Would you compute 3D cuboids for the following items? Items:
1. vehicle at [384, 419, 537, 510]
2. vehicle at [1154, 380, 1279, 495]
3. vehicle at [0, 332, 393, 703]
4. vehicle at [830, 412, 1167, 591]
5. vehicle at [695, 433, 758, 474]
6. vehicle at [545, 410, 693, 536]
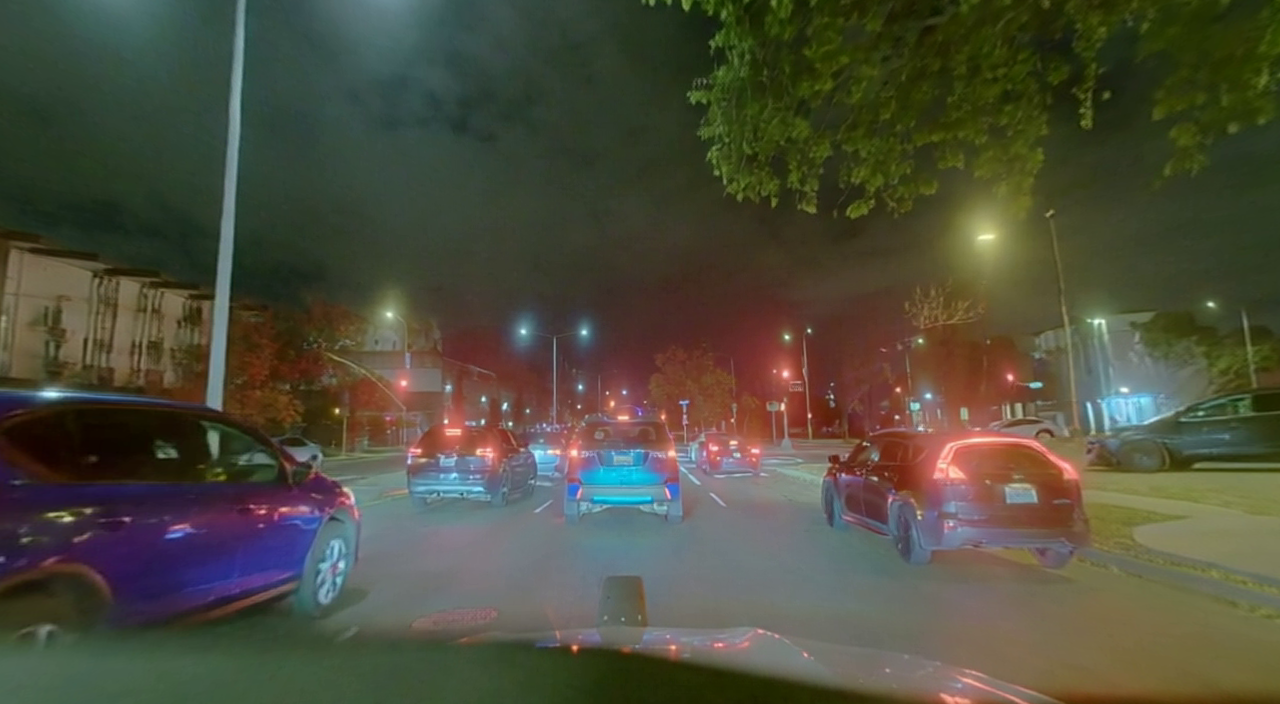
[{"bbox_3d":[-3.728,2.420,13.969,2.012,1.701,4.316,0,-8,1],"label":"vehicle"},{"bbox_3d":[12.498,1.506,11.085,4.991,1.978,2.090,-8,-11,43],"label":"vehicle"},{"bbox_3d":[-3.440,0.991,3.796,2.047,1.710,4.314,0,-8,1],"label":"vehicle"},{"bbox_3d":[3.738,1.595,7.523,1.847,1.554,3.885,0,-8,3],"label":"vehicle"},{"bbox_3d":[3.349,4.017,25.066,1.948,1.475,4.093,0,-8,0],"label":"vehicle"},{"bbox_3d":[-0.241,1.945,10.677,2.022,1.700,4.084,0,-8,1],"label":"vehicle"}]
